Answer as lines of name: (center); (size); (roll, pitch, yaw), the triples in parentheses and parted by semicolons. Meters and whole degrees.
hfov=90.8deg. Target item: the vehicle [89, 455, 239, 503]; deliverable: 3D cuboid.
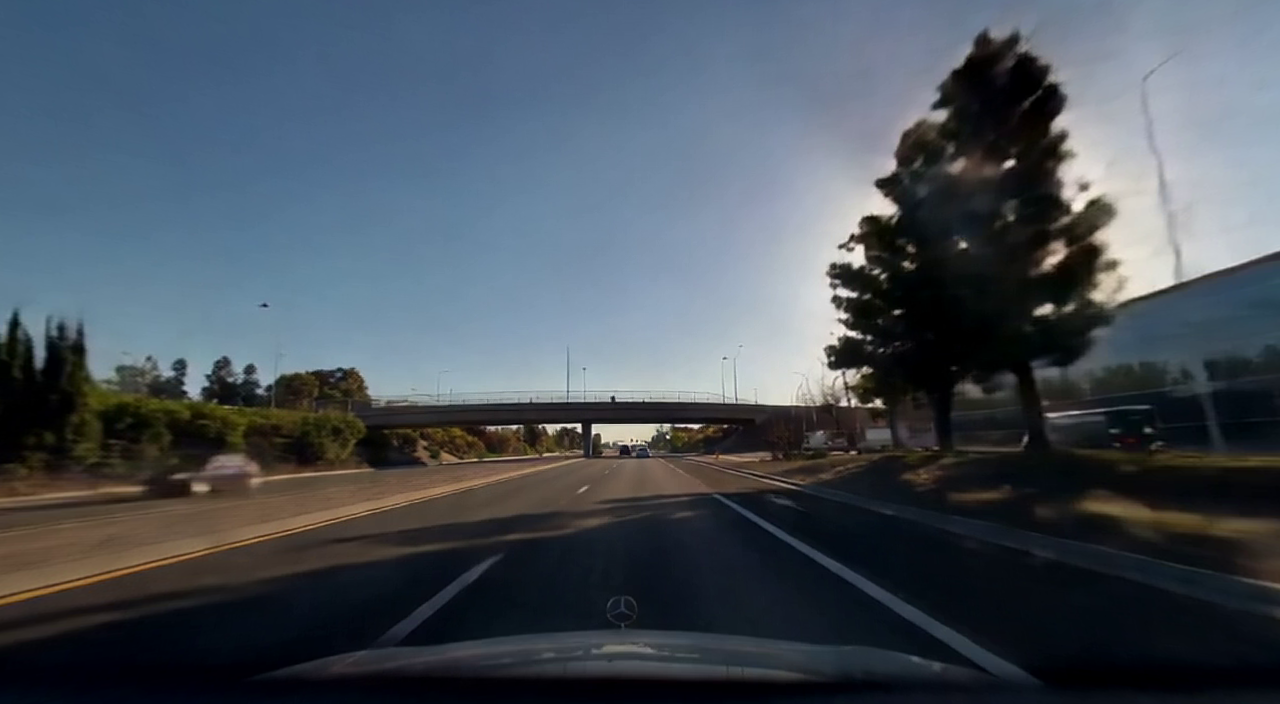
vehicle: (-16.839, 4.470, 22.677); (1.829, 1.490, 4.559); (0, -9, 0)

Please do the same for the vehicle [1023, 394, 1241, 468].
vehicle: (30.679, 5.336, 40.962); (2.942, 3.946, 14.093); (0, -9, 1)
